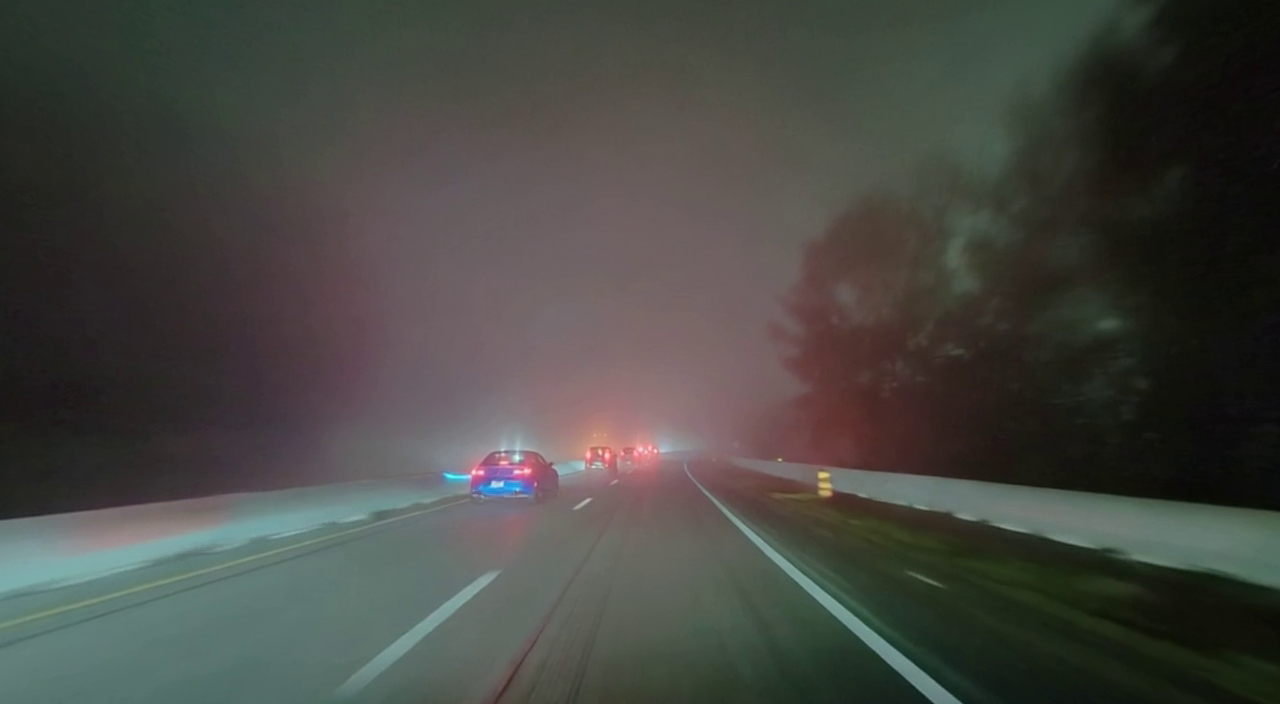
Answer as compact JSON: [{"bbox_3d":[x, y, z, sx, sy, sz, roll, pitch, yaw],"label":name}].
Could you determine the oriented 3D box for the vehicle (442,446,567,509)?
[{"bbox_3d":[-3.112,2.982,15.378,2.061,1.330,3.928,-1,-9,2],"label":"vehicle"}]

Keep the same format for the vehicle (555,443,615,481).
[{"bbox_3d":[-2.315,4.808,27.723,2.094,1.480,4.124,-1,-9,3],"label":"vehicle"}]
